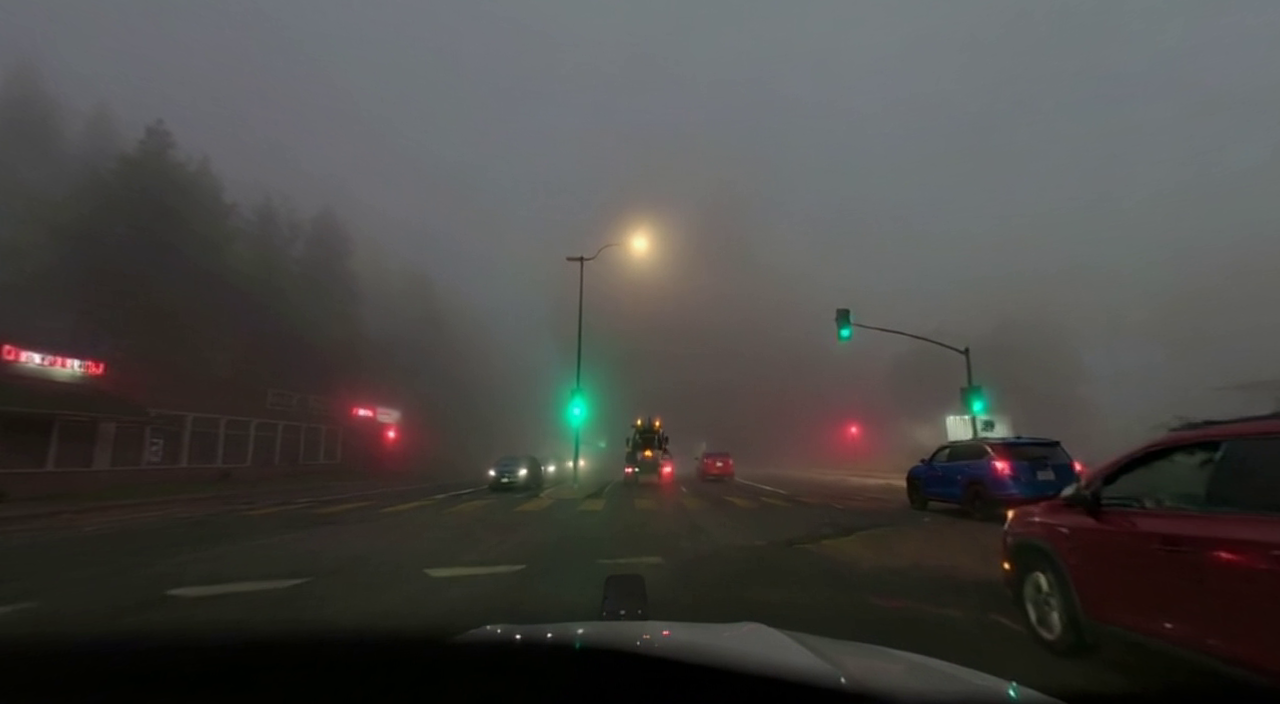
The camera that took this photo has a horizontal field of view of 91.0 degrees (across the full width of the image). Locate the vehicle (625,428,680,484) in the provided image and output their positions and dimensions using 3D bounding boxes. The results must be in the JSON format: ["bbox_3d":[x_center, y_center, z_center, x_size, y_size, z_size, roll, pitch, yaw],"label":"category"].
[{"bbox_3d":[0.549,5.167,31.527,2.370,2.518,3.858,-1,-8,-3],"label":"vehicle"}]

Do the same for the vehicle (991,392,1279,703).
[{"bbox_3d":[3.568,0.983,2.538,2.025,1.618,3.949,0,-9,1],"label":"vehicle"}]

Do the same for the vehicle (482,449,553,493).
[{"bbox_3d":[-4.690,4.596,24.753,2.001,1.518,4.316,0,-9,-1],"label":"vehicle"}]

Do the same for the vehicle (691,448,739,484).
[{"bbox_3d":[3.926,6.046,33.793,2.025,1.754,4.311,0,-9,0],"label":"vehicle"}]
